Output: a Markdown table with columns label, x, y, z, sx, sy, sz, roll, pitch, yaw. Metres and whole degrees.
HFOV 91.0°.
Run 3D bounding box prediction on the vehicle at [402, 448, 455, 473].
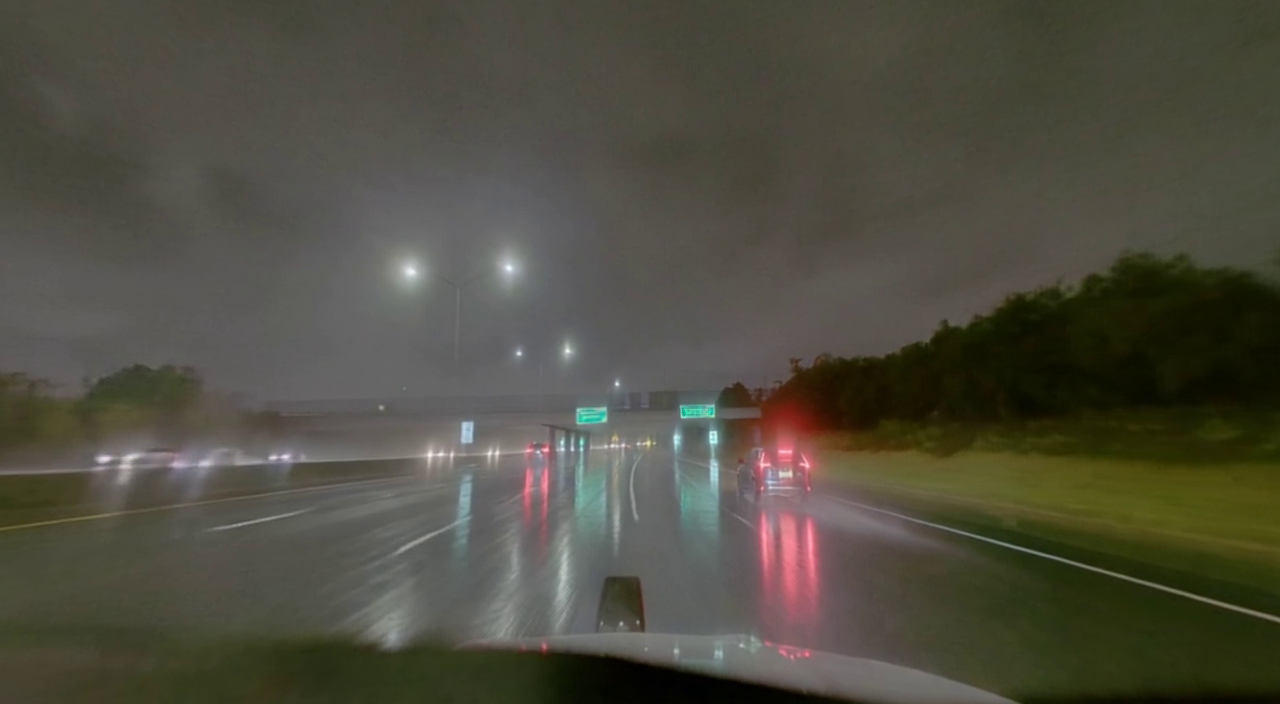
| label | x | y | z | sx | sy | sz | roll | pitch | yaw |
| --- | --- | --- | --- | --- | --- | --- | --- | --- | --- |
| vehicle | -13.923 | 7.146 | 41.759 | 1.919 | 1.497 | 4.765 | 0 | -9 | -2 |

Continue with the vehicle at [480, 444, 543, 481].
| label | x | y | z | sx | sy | sz | roll | pitch | yaw |
| --- | --- | --- | --- | --- | --- | --- | --- | --- | --- |
| vehicle | -5.930 | 5.162 | 29.697 | 2.072 | 1.545 | 4.687 | 0 | -9 | -2 |

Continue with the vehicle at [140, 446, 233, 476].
| label | x | y | z | sx | sy | sz | roll | pitch | yaw |
| --- | --- | --- | --- | --- | --- | --- | --- | --- | --- |
| vehicle | -26.454 | 6.360 | 36.967 | 1.945 | 1.649 | 4.775 | 0 | -9 | -1 |

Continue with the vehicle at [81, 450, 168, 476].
| label | x | y | z | sx | sy | sz | roll | pitch | yaw |
| --- | --- | --- | --- | --- | --- | --- | --- | --- | --- |
| vehicle | -34.149 | 7.352 | 41.902 | 1.925 | 1.594 | 4.618 | 0 | -9 | -1 |

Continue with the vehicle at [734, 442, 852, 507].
| label | x | y | z | sx | sy | sz | roll | pitch | yaw |
| --- | --- | --- | --- | --- | --- | --- | --- | --- | --- |
| vehicle | 3.968 | 3.255 | 17.183 | 2.079 | 1.535 | 4.316 | 0 | -9 | -1 |
